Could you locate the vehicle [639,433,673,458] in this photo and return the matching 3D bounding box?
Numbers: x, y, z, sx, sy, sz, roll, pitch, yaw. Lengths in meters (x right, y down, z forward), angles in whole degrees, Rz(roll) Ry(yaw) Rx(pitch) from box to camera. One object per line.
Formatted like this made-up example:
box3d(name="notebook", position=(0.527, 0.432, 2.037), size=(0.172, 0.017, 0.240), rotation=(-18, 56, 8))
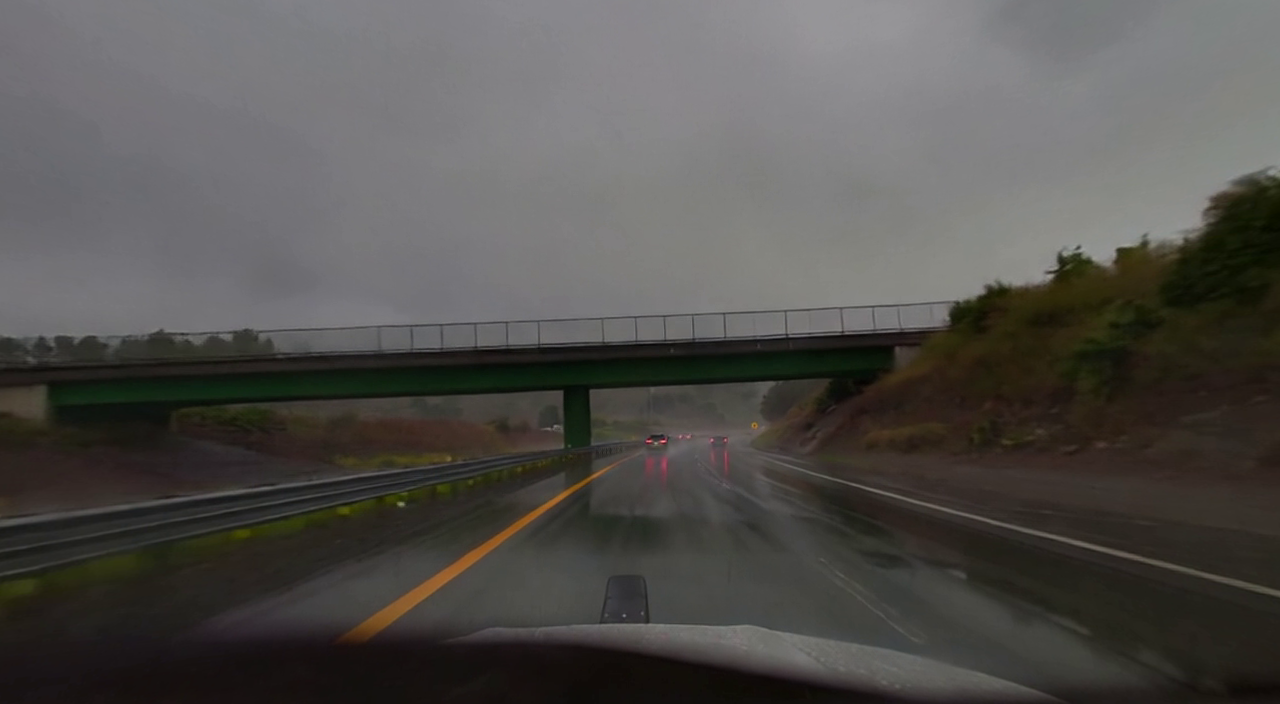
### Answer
box3d(name="vehicle", position=(1.083, 6.026, 40.693), size=(1.993, 1.461, 3.812), rotation=(-1, -8, 4))
